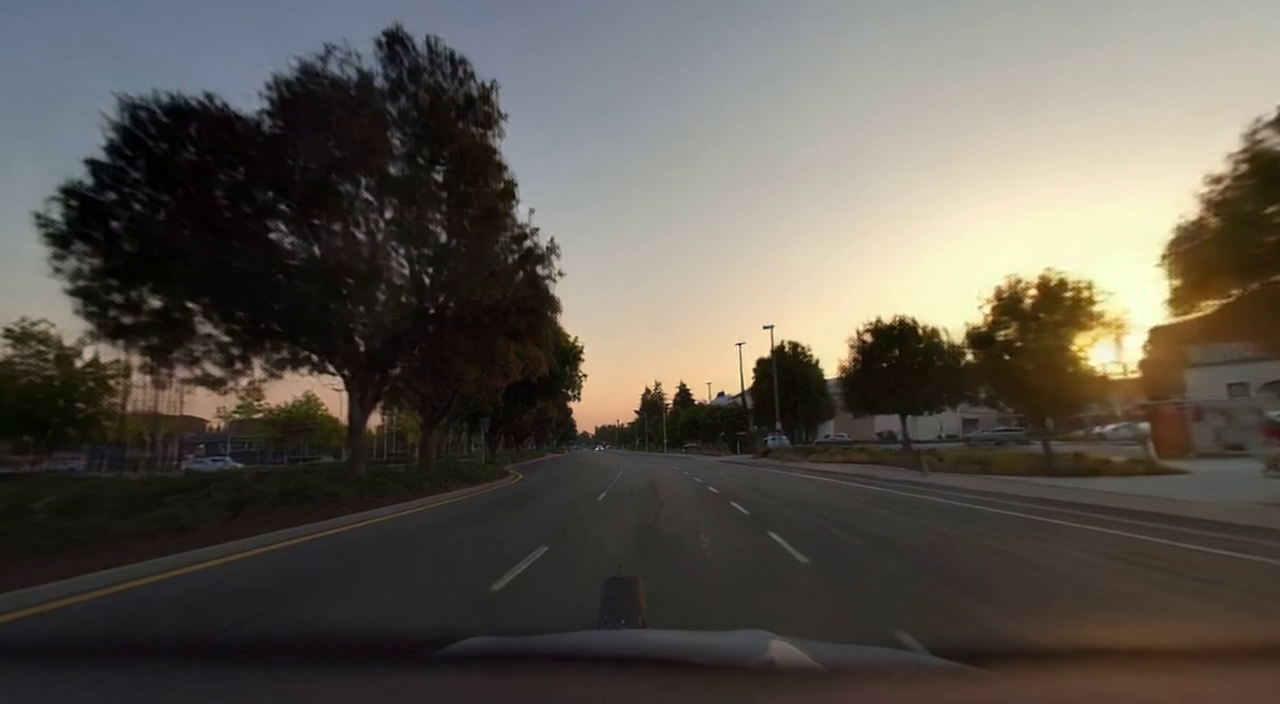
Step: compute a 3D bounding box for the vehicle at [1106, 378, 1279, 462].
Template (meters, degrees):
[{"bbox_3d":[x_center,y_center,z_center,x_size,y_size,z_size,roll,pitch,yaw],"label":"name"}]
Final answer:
[{"bbox_3d":[24.069,2.874,25.992,7.144,3.248,2.873,0,-9,-1],"label":"vehicle"}]
